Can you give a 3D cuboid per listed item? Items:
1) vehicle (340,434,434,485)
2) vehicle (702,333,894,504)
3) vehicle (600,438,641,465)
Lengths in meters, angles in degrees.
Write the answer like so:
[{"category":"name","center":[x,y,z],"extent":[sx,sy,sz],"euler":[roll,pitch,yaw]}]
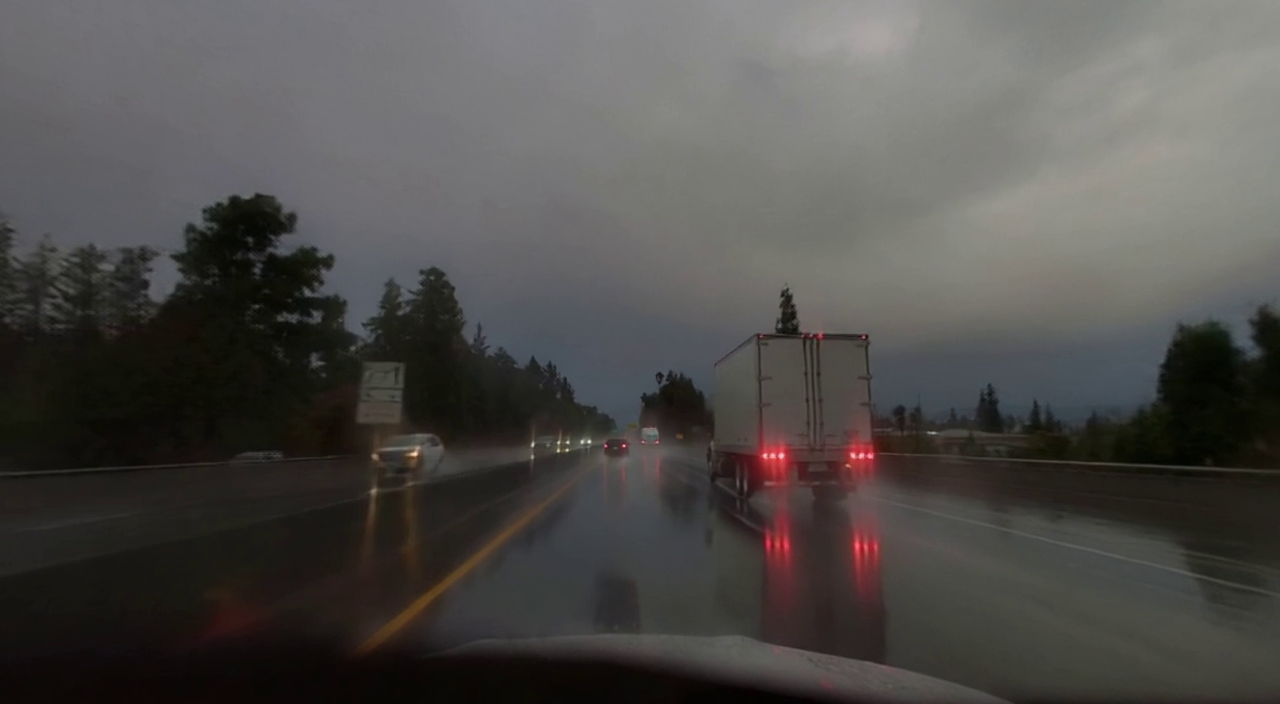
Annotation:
[{"category":"vehicle","center":[-9.494,4.015,24.051],"extent":[1.985,1.746,3.918],"euler":[0,-8,-1]},{"category":"vehicle","center":[3.658,1.891,17.142],"extent":[2.921,3.526,8.207],"euler":[0,-8,-1]},{"category":"vehicle","center":[-1.107,5.774,36.961],"extent":[2.259,1.466,3.693],"euler":[0,-8,-1]}]
